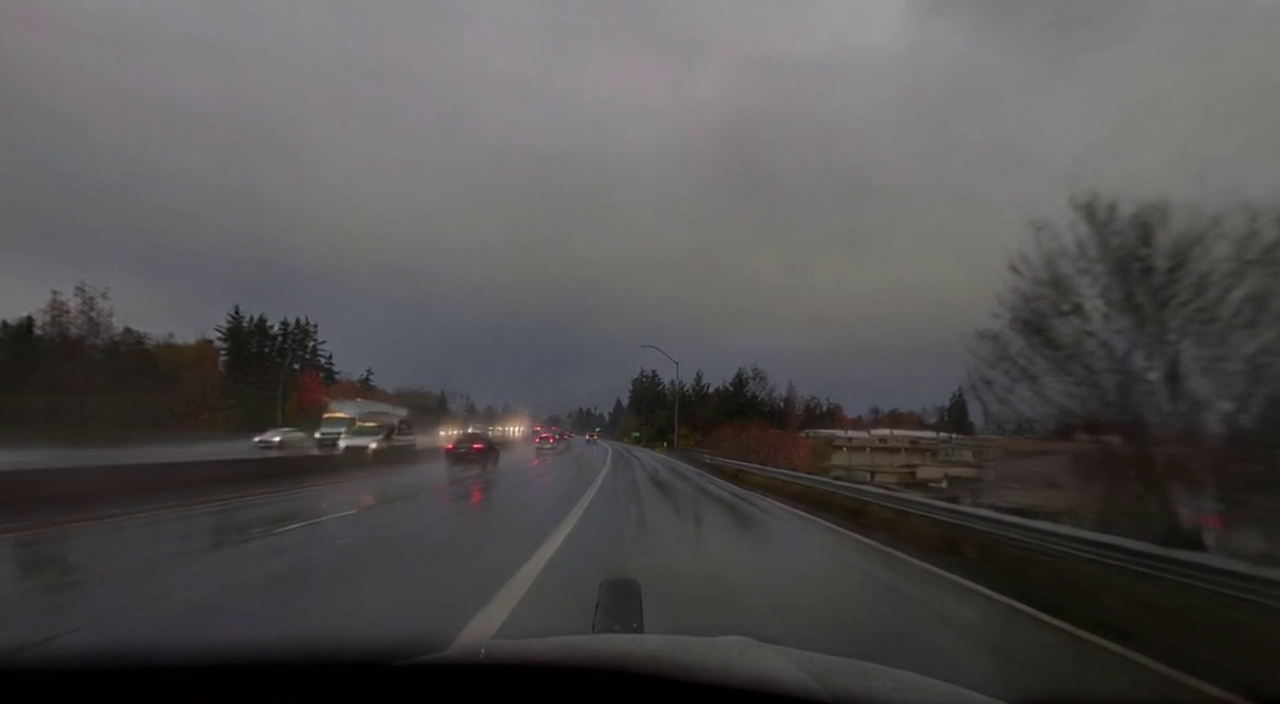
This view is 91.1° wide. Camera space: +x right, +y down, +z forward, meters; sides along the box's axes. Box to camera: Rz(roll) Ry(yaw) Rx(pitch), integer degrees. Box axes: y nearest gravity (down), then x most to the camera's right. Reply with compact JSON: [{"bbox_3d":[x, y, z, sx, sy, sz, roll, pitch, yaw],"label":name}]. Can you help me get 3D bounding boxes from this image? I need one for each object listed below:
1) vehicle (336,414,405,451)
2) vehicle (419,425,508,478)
[{"bbox_3d":[-18.942,5.710,44.511,2.308,2.474,5.555,0,-8,1],"label":"vehicle"},{"bbox_3d":[-6.874,3.906,25.075,2.188,1.896,4.810,0,-8,-1],"label":"vehicle"}]
